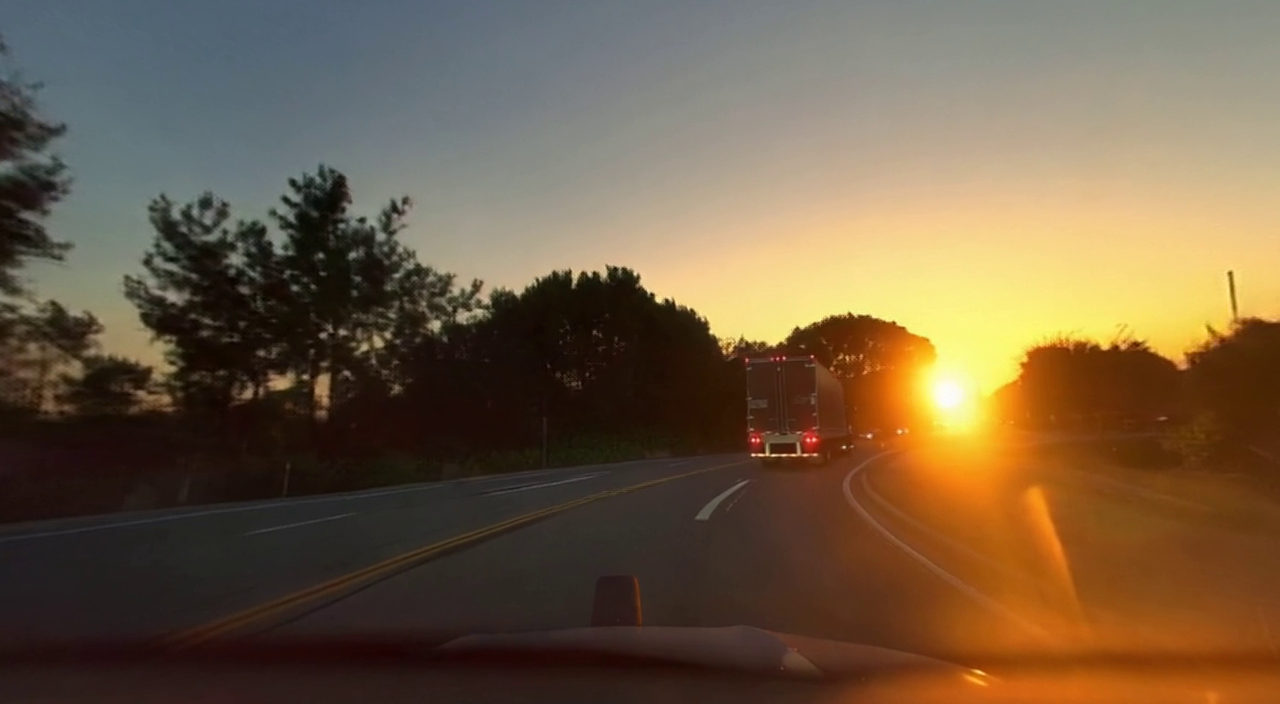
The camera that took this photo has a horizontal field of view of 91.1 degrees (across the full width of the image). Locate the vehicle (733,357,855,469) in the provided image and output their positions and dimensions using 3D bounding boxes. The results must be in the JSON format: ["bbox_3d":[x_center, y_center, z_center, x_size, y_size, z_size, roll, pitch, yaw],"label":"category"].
[{"bbox_3d":[6.800,2.724,26.192,2.837,3.712,10.484,-4,-8,24],"label":"vehicle"}]
